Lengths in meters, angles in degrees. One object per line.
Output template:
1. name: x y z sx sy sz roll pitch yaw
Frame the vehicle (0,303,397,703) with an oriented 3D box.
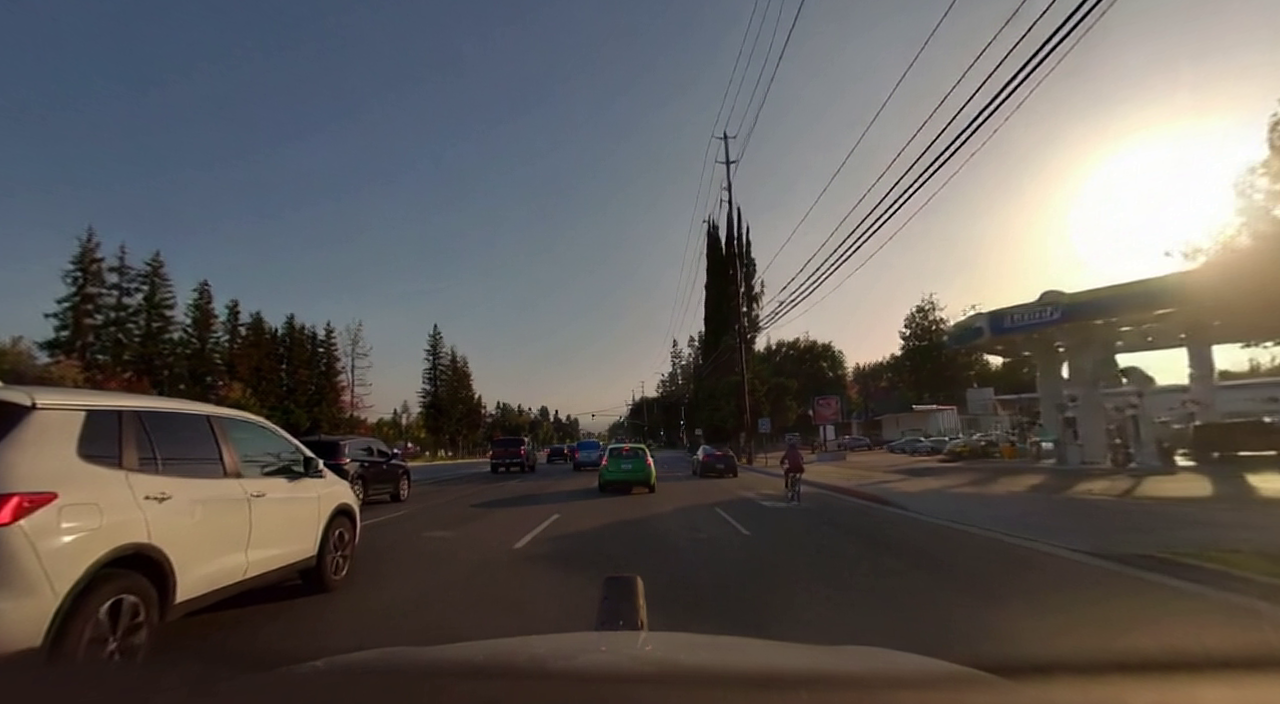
1. vehicle: -3.228 0.838 3.467 1.922 1.642 4.547 0 -8 1

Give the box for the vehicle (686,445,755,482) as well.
1. vehicle: 3.040 4.329 24.926 2.065 1.302 4.416 0 -8 -1

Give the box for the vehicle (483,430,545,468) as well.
1. vehicle: -6.814 5.338 34.767 2.385 1.918 5.056 0 -8 0

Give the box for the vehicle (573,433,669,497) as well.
1. vehicle: -0.444 2.890 16.508 2.189 1.437 4.135 0 -8 0
